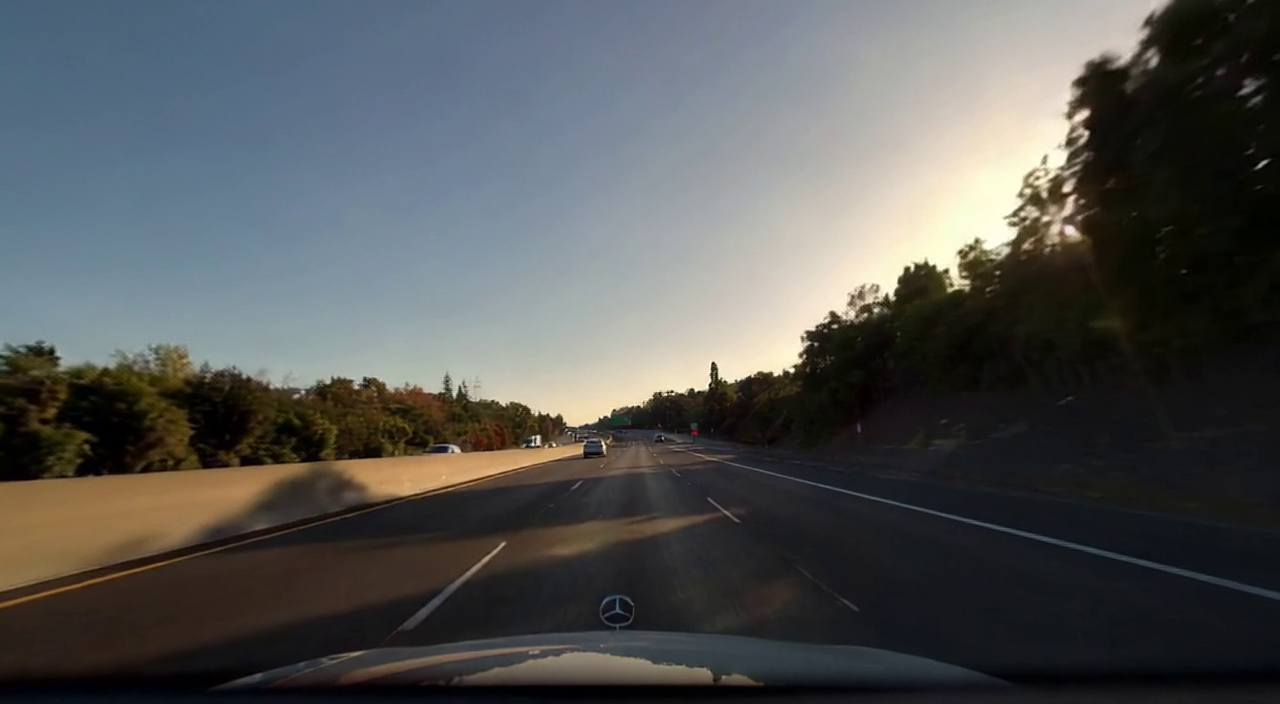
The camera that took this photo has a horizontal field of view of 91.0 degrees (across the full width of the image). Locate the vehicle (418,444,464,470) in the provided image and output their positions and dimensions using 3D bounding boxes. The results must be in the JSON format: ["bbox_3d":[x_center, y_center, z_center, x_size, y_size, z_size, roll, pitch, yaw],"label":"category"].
[{"bbox_3d":[-13.194,6.952,41.900,1.767,1.552,4.009,-1,-8,0],"label":"vehicle"}]
